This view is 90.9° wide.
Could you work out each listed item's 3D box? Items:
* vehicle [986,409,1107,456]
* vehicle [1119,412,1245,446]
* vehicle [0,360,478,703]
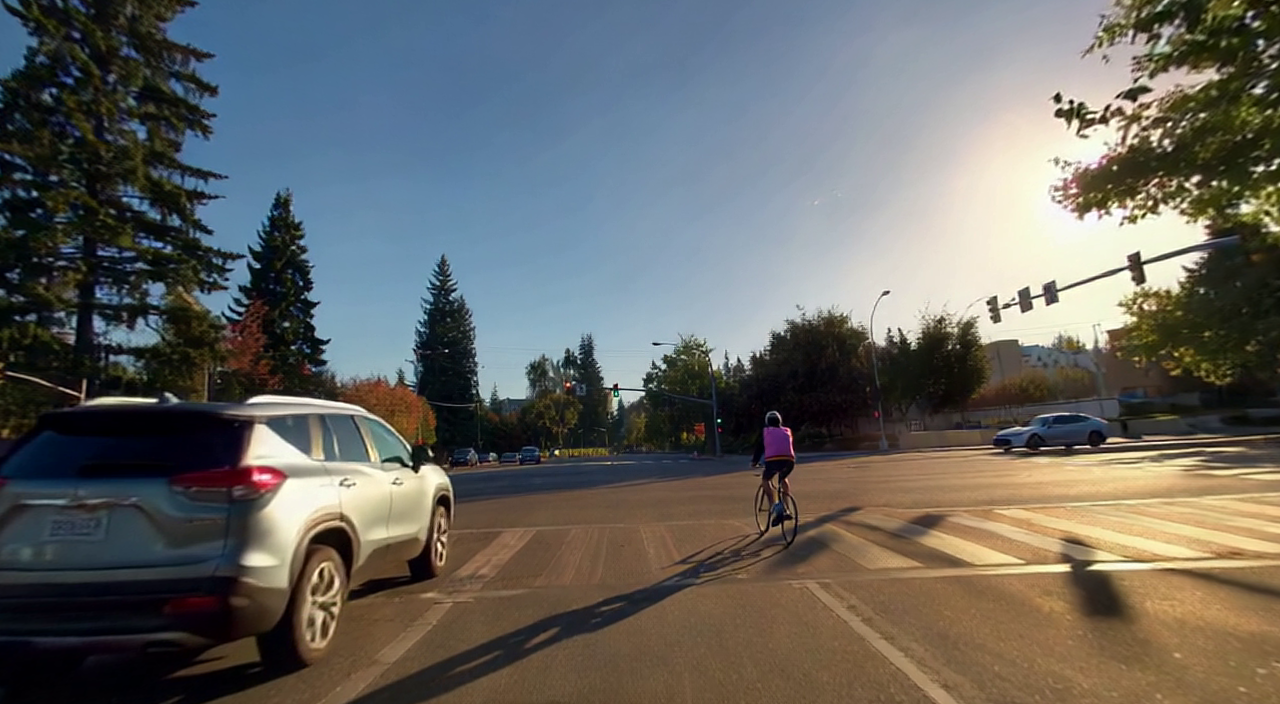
[{"bbox_3d":[18.574,3.704,28.922,4.237,1.948,1.997,0,-9,-9],"label":"vehicle"},{"bbox_3d":[25.739,3.688,30.003,4.716,1.507,1.904,2,-8,-11],"label":"vehicle"},{"bbox_3d":[-3.000,1.239,5.218,2.049,1.756,4.602,0,-8,0],"label":"vehicle"}]
